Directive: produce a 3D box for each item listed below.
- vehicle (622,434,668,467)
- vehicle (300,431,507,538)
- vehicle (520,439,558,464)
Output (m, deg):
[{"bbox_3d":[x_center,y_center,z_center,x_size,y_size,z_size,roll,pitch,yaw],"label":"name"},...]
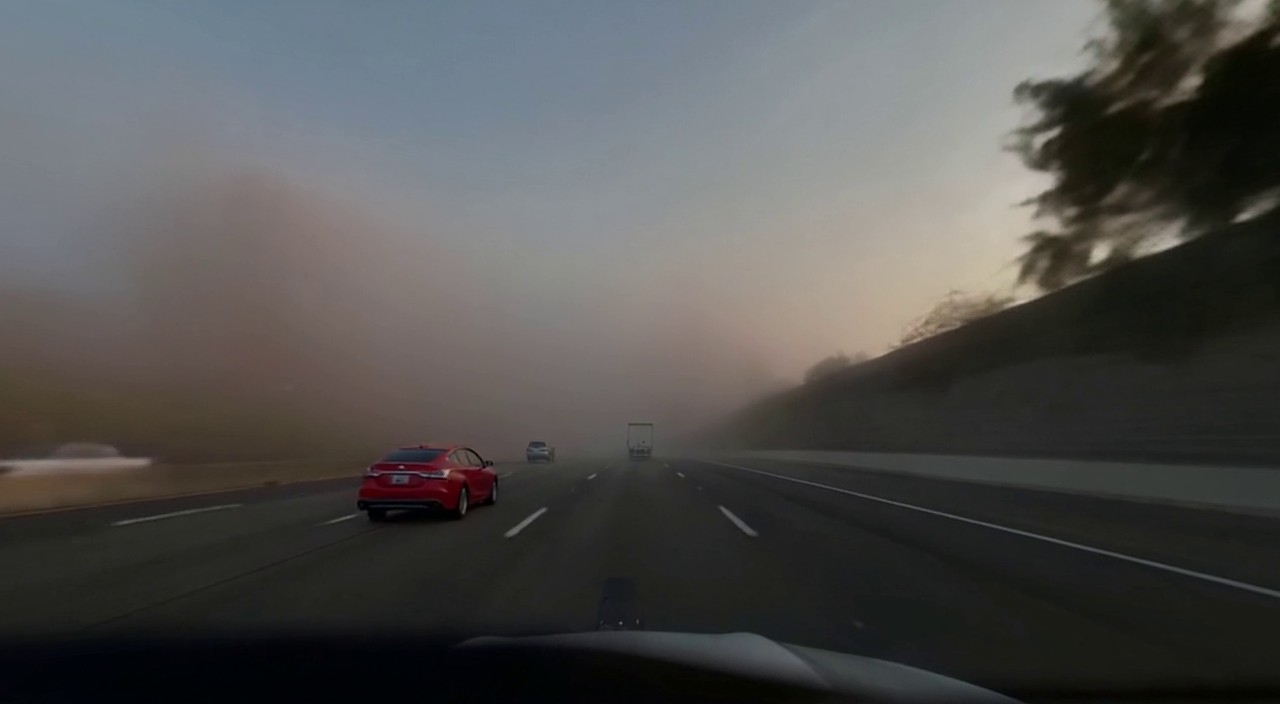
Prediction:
[{"bbox_3d":[0.268,6.469,41.491,2.856,1.994,4.931,0,-8,-1],"label":"vehicle"},{"bbox_3d":[-3.830,2.215,11.192,2.000,1.512,4.371,0,-9,0],"label":"vehicle"},{"bbox_3d":[-7.499,7.470,47.225,2.068,1.757,4.611,0,-8,0],"label":"vehicle"}]
